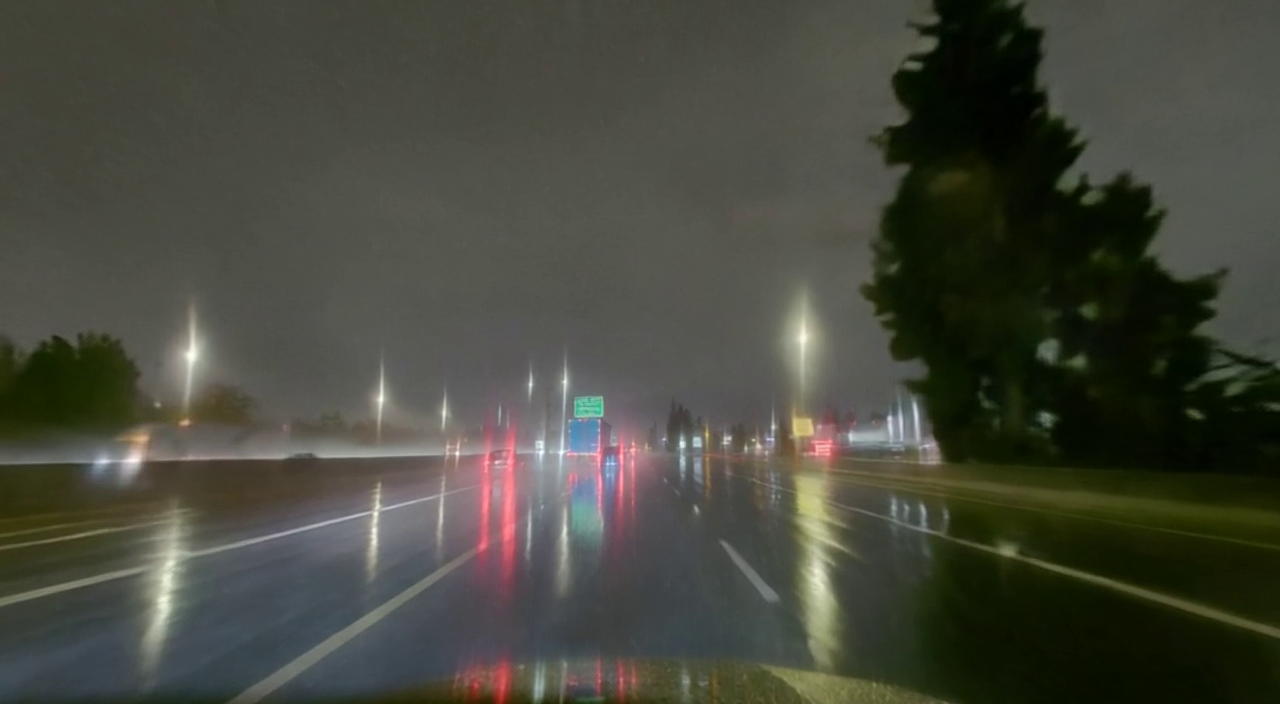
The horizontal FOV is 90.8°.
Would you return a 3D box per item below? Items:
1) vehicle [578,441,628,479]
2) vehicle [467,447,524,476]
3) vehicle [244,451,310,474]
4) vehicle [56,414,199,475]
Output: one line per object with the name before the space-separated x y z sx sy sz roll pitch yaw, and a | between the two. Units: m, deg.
vehicle | -1.656 5.049 29.805 2.033 1.669 4.112 0 -9 1
vehicle | -7.761 5.890 34.283 2.026 1.477 4.467 0 -9 0
vehicle | -23.545 7.167 41.133 1.813 1.411 4.115 0 -9 0
vehicle | -35.248 6.455 44.012 2.998 3.834 8.114 0 -9 0
